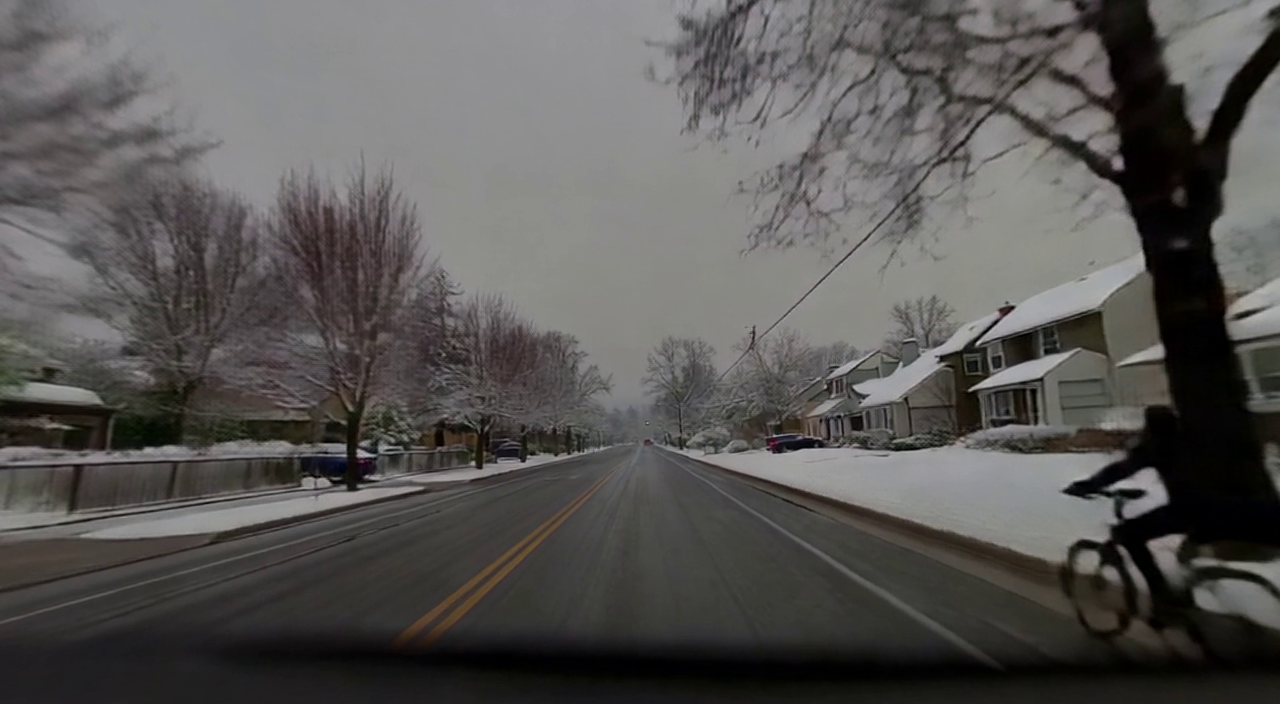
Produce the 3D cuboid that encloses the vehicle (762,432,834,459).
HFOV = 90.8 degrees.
[{"bbox_3d":[10.825,6.432,43.542,4.449,1.765,1.917,0,-8,4],"label":"vehicle"}]

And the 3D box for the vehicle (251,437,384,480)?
[{"bbox_3d":[-13.682,4.541,27.007,4.587,1.722,1.906,0,-8,-1],"label":"vehicle"}]

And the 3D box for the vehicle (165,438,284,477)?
[{"bbox_3d":[-19.538,4.933,29.794,4.455,1.707,1.939,6,-10,-37],"label":"vehicle"}]
